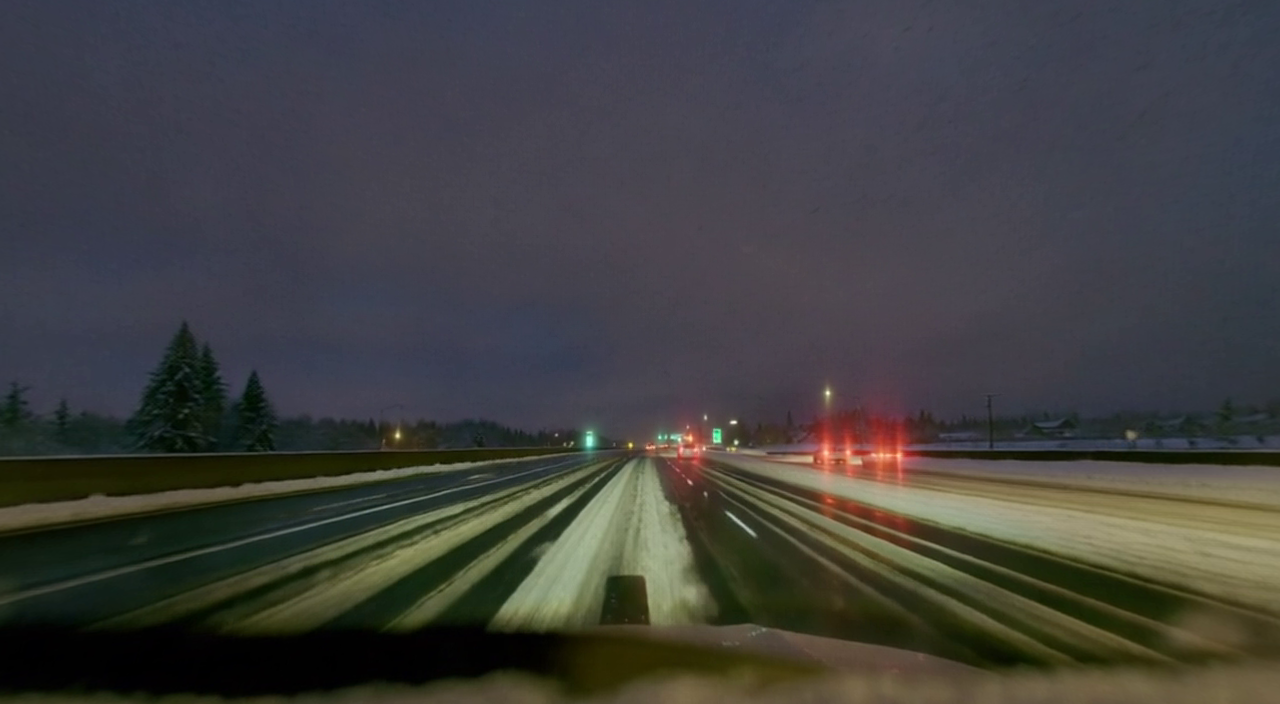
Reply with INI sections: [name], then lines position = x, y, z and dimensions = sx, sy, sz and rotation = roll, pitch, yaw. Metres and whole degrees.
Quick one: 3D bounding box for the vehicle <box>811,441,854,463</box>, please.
[vehicle]
position = 15.070, 7.823, 49.577
dimensions = 2.039, 1.658, 4.457
rotation = 0, -8, 2
